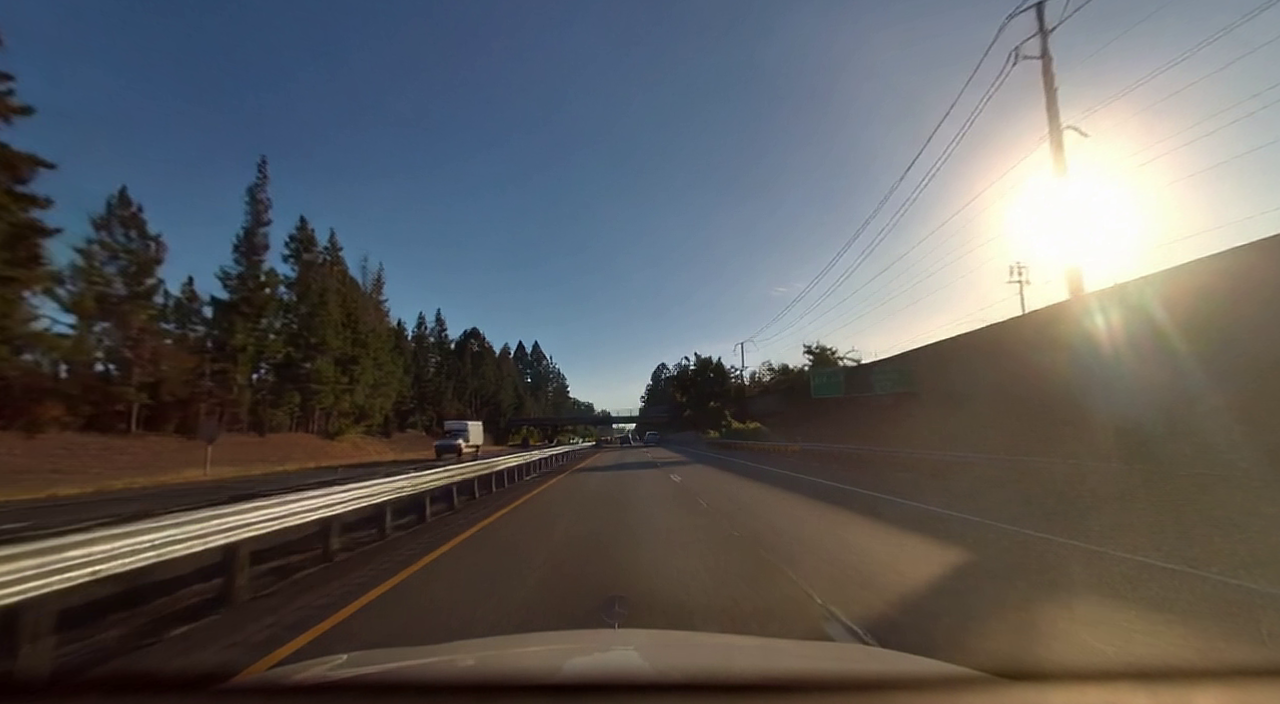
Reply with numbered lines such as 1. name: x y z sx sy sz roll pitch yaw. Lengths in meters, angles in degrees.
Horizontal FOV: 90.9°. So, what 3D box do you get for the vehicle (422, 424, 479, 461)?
1. vehicle: -13.902 6.661 46.656 2.394 2.513 5.779 0 -8 -1
